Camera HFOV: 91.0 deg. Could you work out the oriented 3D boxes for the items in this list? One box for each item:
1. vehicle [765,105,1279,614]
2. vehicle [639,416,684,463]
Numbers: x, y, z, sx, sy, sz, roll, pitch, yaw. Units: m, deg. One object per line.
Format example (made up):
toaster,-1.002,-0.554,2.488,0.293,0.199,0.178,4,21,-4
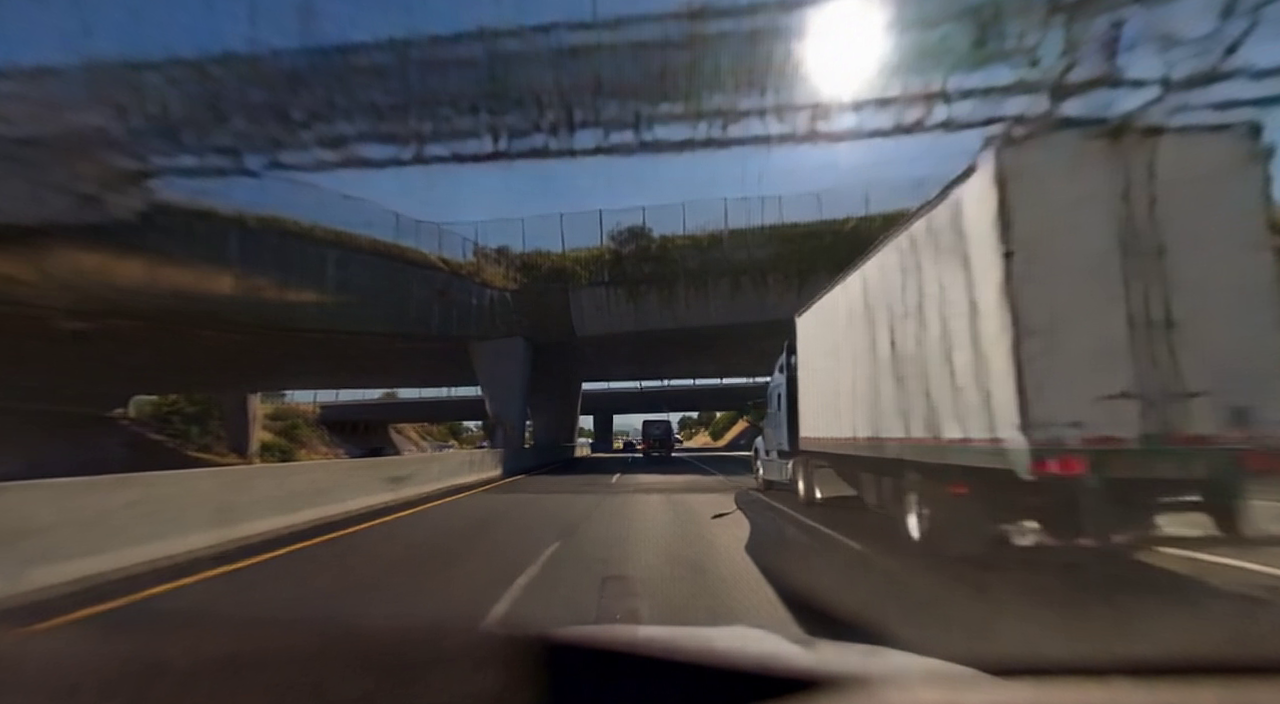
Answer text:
vehicle,4.603,0.719,10.283,2.997,3.983,10.860,1,-8,0
vehicle,1.272,5.402,38.797,2.481,2.618,6.314,-1,-8,1
